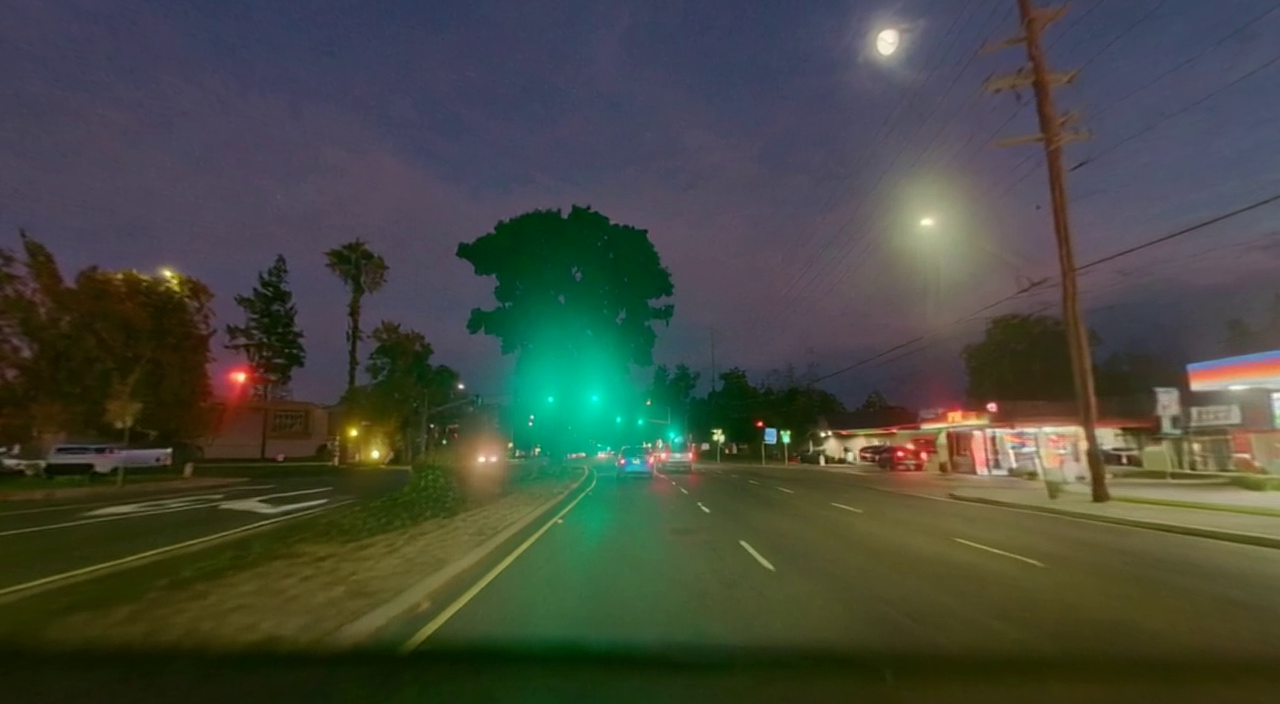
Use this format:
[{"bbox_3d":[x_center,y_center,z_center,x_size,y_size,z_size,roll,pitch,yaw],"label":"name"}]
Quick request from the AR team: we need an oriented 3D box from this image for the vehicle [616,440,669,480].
[{"bbox_3d":[0.082,4.646,27.374,2.145,1.572,4.021,0,-8,-1],"label":"vehicle"}]

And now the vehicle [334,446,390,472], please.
[{"bbox_3d":[-19.115,7.365,43.473,1.967,1.680,4.396,-1,-9,-1],"label":"vehicle"}]

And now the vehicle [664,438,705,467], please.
[{"bbox_3d":[3.343,7.776,48.927,2.731,2.101,6.047,0,-8,0],"label":"vehicle"}]

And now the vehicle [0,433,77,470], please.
[{"bbox_3d":[-37.110,5.931,37.591,4.993,2.132,2.055,0,-8,4],"label":"vehicle"}]

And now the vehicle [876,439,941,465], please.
[{"bbox_3d":[20.453,7.645,48.362,2.254,1.804,5.953,-1,-9,-1],"label":"vehicle"}]

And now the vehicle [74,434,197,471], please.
[{"bbox_3d":[-30.670,6.133,38.368,5.713,2.148,2.107,0,-9,4],"label":"vehicle"}]

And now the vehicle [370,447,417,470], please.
[{"bbox_3d":[-19.124,8.254,48.988,1.920,1.638,4.299,0,-8,0],"label":"vehicle"}]
